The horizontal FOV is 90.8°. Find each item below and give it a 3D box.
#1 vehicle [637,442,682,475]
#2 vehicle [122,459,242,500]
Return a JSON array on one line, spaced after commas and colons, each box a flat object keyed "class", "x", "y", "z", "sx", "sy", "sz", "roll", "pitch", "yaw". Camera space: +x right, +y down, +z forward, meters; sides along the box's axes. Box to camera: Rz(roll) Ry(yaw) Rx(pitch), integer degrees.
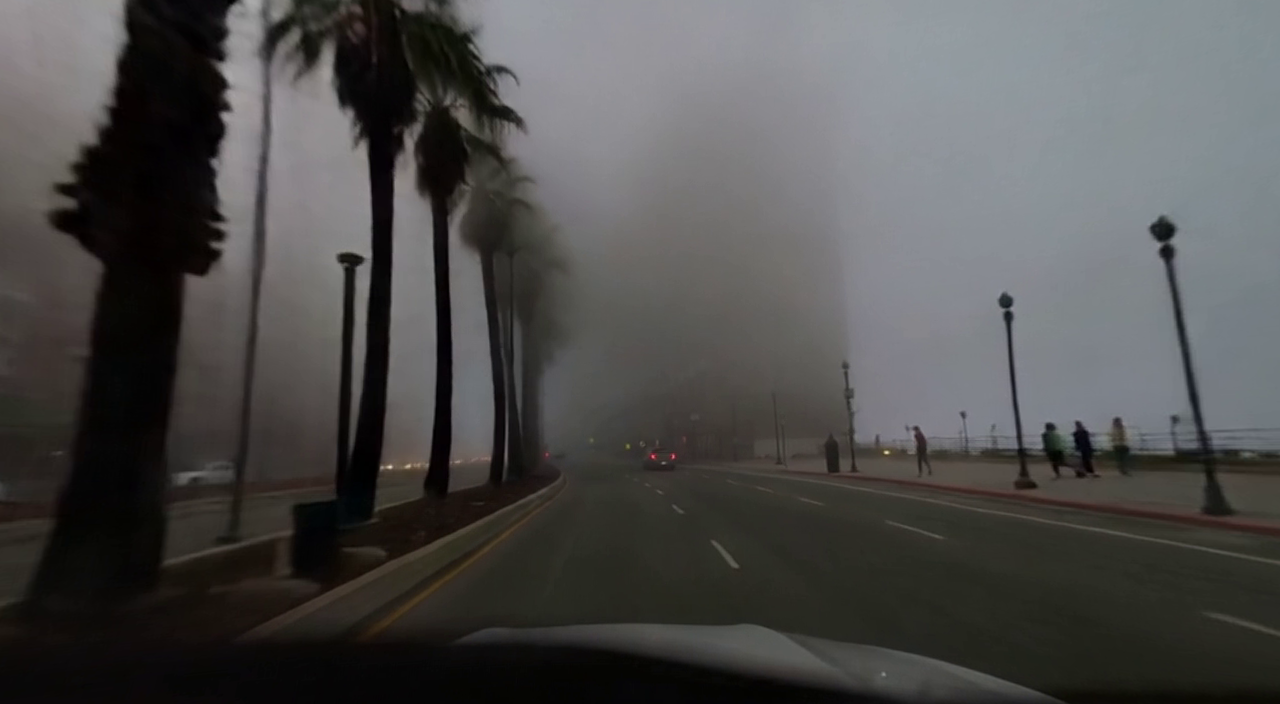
[{"class": "vehicle", "x": 1.184, "y": 7.084, "z": 42.332, "sx": 2.284, "sy": 2.010, "sz": 6.670, "roll": 0, "pitch": -9, "yaw": -4}, {"class": "vehicle", "x": -21.979, "y": 6.113, "z": 30.645, "sx": 2.285, "sy": 1.689, "sz": 4.968, "roll": 0, "pitch": -9, "yaw": -4}]
